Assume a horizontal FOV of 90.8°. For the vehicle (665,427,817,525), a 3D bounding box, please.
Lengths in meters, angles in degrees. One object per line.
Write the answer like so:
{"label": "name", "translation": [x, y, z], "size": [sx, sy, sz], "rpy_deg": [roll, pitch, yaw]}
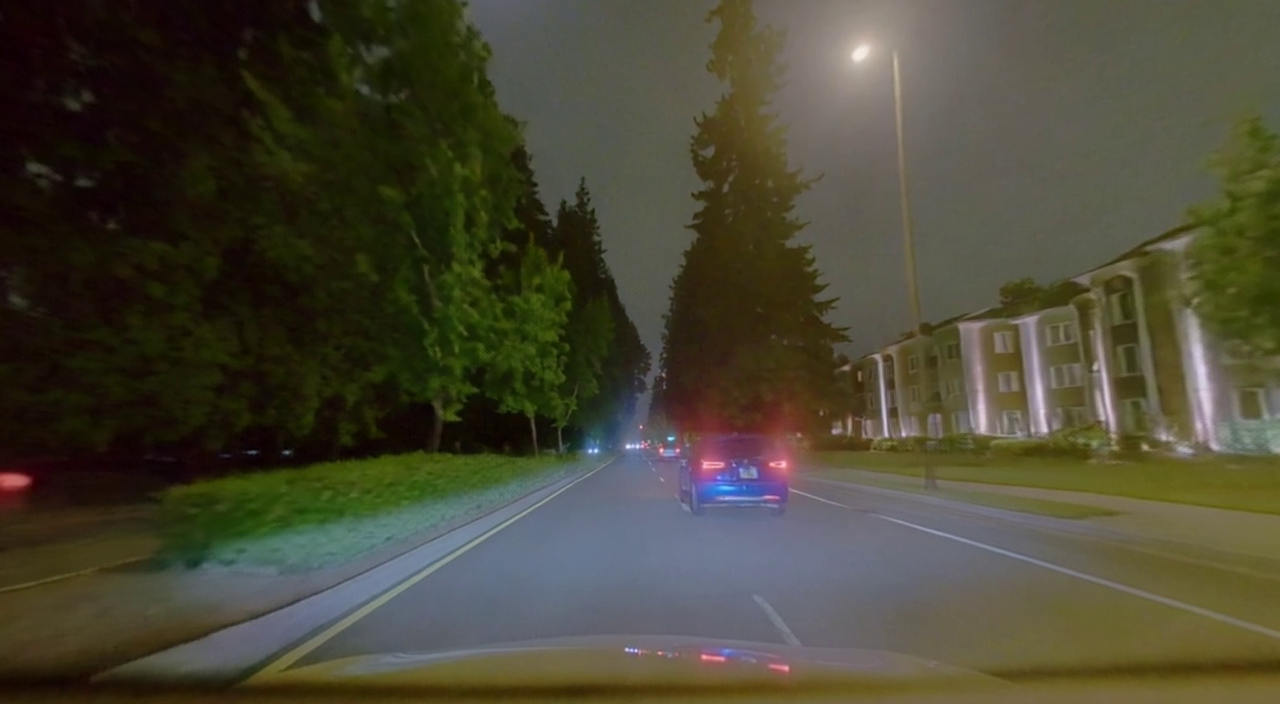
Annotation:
{"label": "vehicle", "translation": [1.776, 2.396, 12.761], "size": [2.066, 1.603, 4.475], "rpy_deg": [1, -9, -4]}
